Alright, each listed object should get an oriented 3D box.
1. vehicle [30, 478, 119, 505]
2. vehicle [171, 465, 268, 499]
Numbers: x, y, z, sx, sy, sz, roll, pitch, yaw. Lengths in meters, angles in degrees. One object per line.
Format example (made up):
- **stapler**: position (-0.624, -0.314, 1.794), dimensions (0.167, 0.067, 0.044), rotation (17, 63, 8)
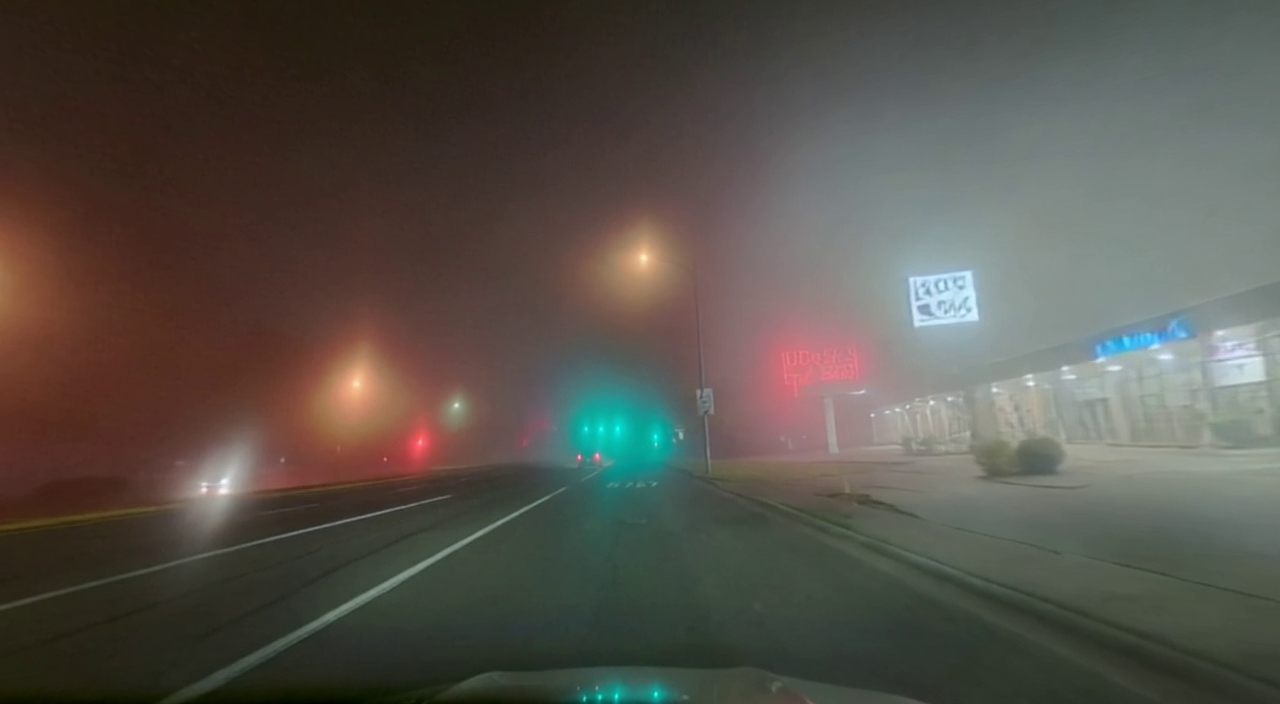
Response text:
- **vehicle**: position (-39.341, 9.706, 44.104), dimensions (1.992, 1.453, 4.696), rotation (0, -8, -2)
- **vehicle**: position (-22.550, 6.941, 34.142), dimensions (2.127, 1.538, 4.558), rotation (0, -8, 0)
